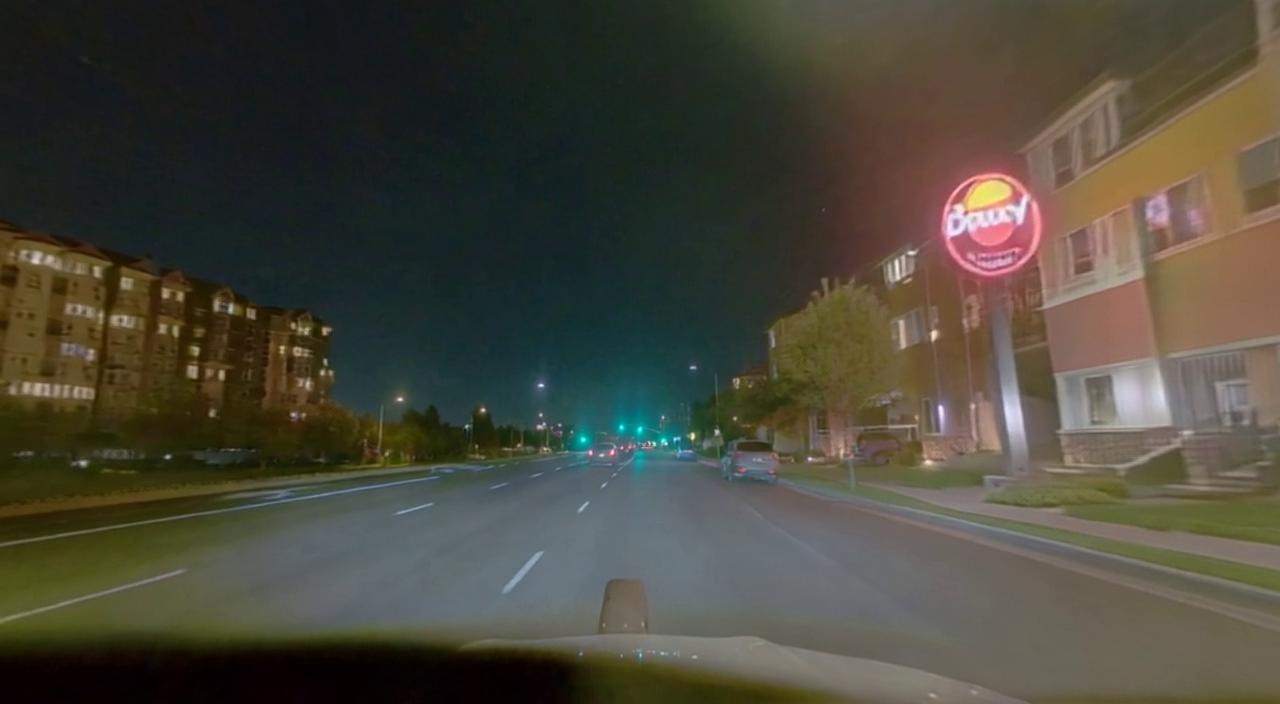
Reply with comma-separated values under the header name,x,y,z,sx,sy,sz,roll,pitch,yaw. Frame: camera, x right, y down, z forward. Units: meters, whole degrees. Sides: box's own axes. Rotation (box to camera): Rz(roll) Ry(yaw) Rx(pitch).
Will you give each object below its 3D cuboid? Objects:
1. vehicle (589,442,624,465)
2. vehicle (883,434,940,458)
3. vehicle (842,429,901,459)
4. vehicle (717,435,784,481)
name,x,y,z,sx,sy,sz,roll,pitch,yaw
vehicle,-2.336,7.211,44.890,2.176,1.543,4.335,0,-8,1
vehicle,17.812,6.201,41.564,1.953,1.488,4.129,0,-8,1
vehicle,15.036,6.041,41.217,2.202,1.822,4.978,-1,-8,3
vehicle,4.534,4.416,26.577,2.067,1.755,4.616,0,-8,1
